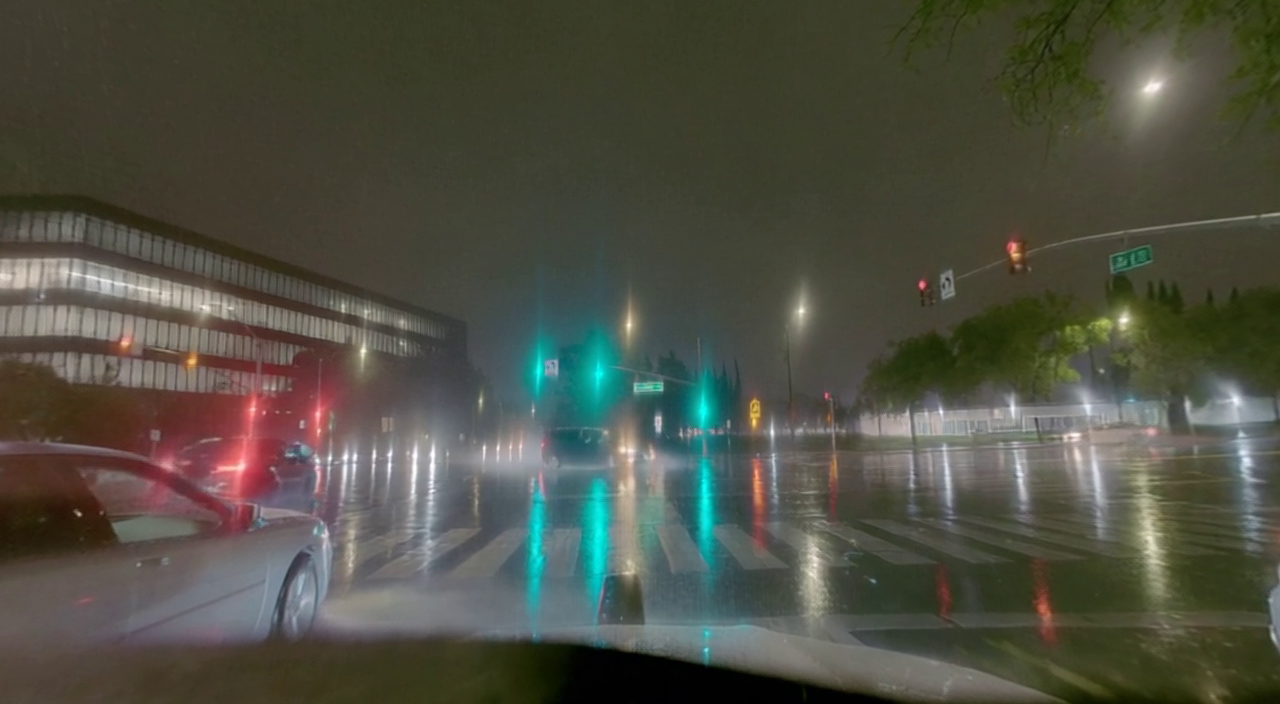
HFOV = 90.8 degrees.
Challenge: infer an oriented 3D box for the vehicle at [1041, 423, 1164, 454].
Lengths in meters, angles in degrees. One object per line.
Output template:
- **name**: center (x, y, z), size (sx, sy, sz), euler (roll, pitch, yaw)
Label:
- **vehicle**: center (23.287, 4.394, 31.930), size (4.660, 1.495, 2.007), euler (0, -8, -3)

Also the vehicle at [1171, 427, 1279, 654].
- **vehicle**: center (4.945, 0.986, 2.538), size (1.949, 1.449, 4.530), euler (-1, -8, 5)

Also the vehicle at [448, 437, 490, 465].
- **vehicle**: center (-12.808, 7.413, 47.549), size (2.051, 1.715, 4.346), euler (-3, -6, -2)

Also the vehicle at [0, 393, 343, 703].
- **vehicle**: center (-3.072, 0.896, 2.153), size (1.919, 1.478, 4.720), euler (0, -8, -1)

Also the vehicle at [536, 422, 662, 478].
- **vehicle**: center (-1.645, 3.690, 23.839), size (2.109, 1.871, 4.778), euler (8, -12, -44)
